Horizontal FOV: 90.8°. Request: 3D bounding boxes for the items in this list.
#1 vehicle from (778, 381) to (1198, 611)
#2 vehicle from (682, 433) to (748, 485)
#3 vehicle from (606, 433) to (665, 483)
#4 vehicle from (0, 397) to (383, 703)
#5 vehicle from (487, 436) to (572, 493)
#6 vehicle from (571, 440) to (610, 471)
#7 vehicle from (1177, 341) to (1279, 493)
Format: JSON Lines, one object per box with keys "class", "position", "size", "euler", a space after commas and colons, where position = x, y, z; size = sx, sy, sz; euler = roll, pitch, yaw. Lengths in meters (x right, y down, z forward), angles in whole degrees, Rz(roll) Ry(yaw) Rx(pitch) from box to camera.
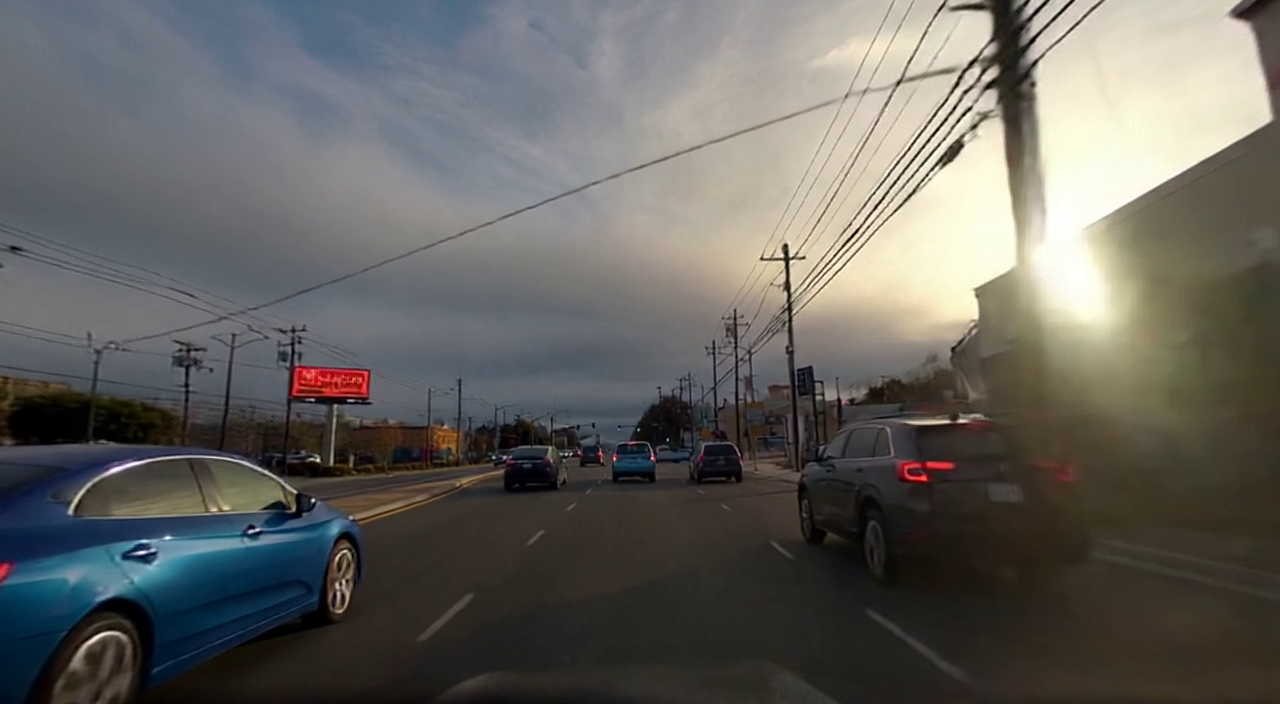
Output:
{"class": "vehicle", "position": [3.429, 1.548, 7.771], "size": [2.282, 1.897, 4.915], "euler": [0, -8, -1]}
{"class": "vehicle", "position": [2.919, 4.276, 25.534], "size": [2.026, 1.904, 4.102], "euler": [0, -8, -1]}
{"class": "vehicle", "position": [-0.232, 4.490, 27.059], "size": [2.326, 1.925, 4.253], "euler": [0, -8, -1]}
{"class": "vehicle", "position": [-3.232, 1.061, 3.175], "size": [2.022, 1.498, 4.471], "euler": [0, -8, -1]}
{"class": "vehicle", "position": [-3.493, 3.635, 20.717], "size": [2.051, 1.671, 3.861], "euler": [0, -8, 0]}
{"class": "vehicle", "position": [-3.492, 7.410, 45.525], "size": [2.405, 2.009, 5.909], "euler": [0, -8, -1]}
{"class": "vehicle", "position": [12.579, 1.062, 10.594], "size": [2.477, 2.665, 5.203], "euler": [0, -8, 1]}
